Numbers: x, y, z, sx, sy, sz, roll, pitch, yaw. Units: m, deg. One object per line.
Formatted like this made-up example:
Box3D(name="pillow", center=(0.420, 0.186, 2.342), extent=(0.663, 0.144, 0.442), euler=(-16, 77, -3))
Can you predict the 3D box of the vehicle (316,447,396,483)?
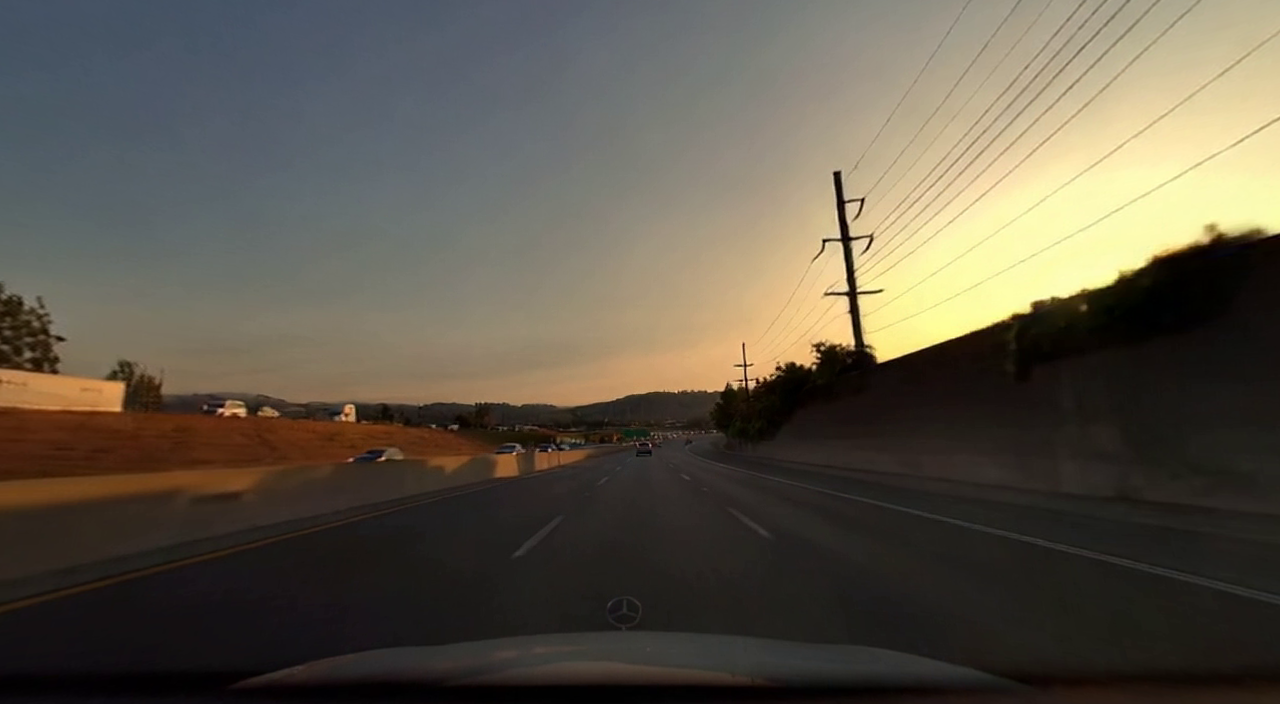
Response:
Box3D(name="vehicle", center=(-11.579, 4.643, 26.004), extent=(1.551, 1.382, 3.595), euler=(0, -10, 1))
